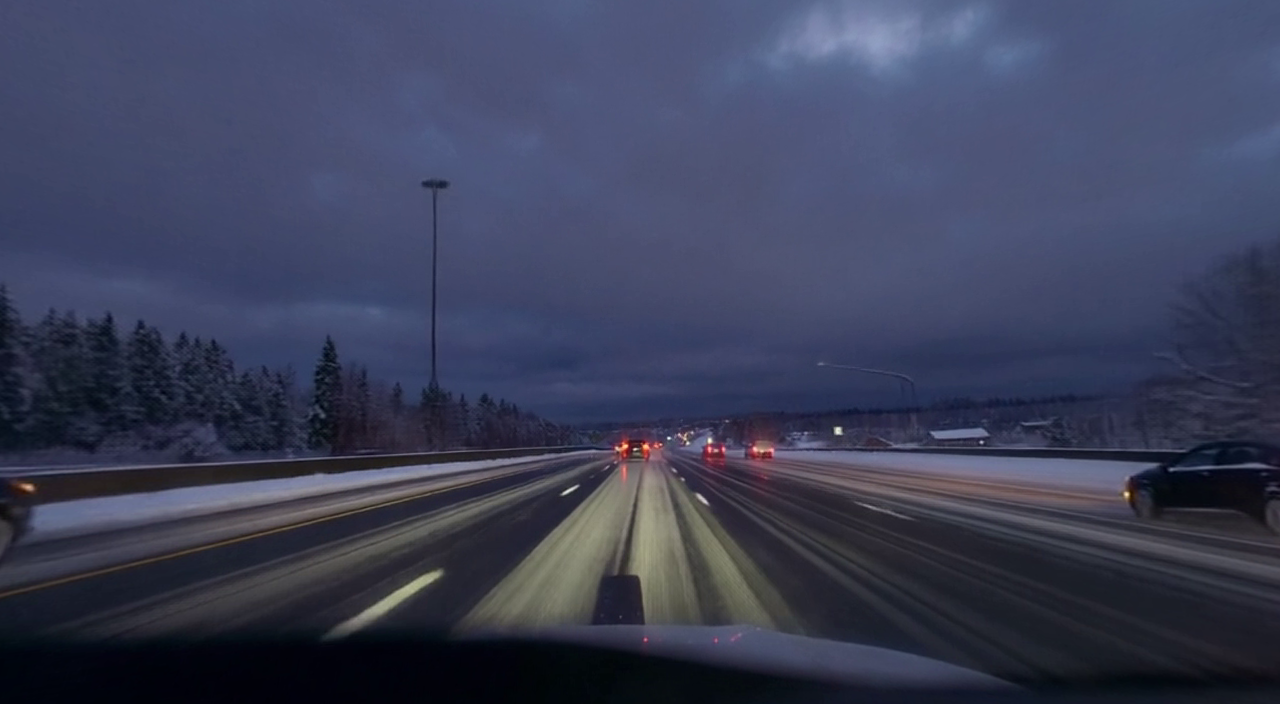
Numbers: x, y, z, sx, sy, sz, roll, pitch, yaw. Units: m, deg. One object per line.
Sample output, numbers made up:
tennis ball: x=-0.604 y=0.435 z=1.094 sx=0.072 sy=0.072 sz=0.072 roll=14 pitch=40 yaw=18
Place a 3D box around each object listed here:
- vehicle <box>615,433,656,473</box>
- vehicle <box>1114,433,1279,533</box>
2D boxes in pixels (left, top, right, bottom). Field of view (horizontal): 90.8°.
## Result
vehicle: x=-0.186 y=5.011 z=31.453 sx=1.893 sy=1.827 sz=4.513 roll=0 pitch=-9 yaw=1
vehicle: x=10.197 y=2.019 z=9.981 sx=1.900 sy=1.432 sz=4.519 roll=0 pitch=-8 yaw=0
